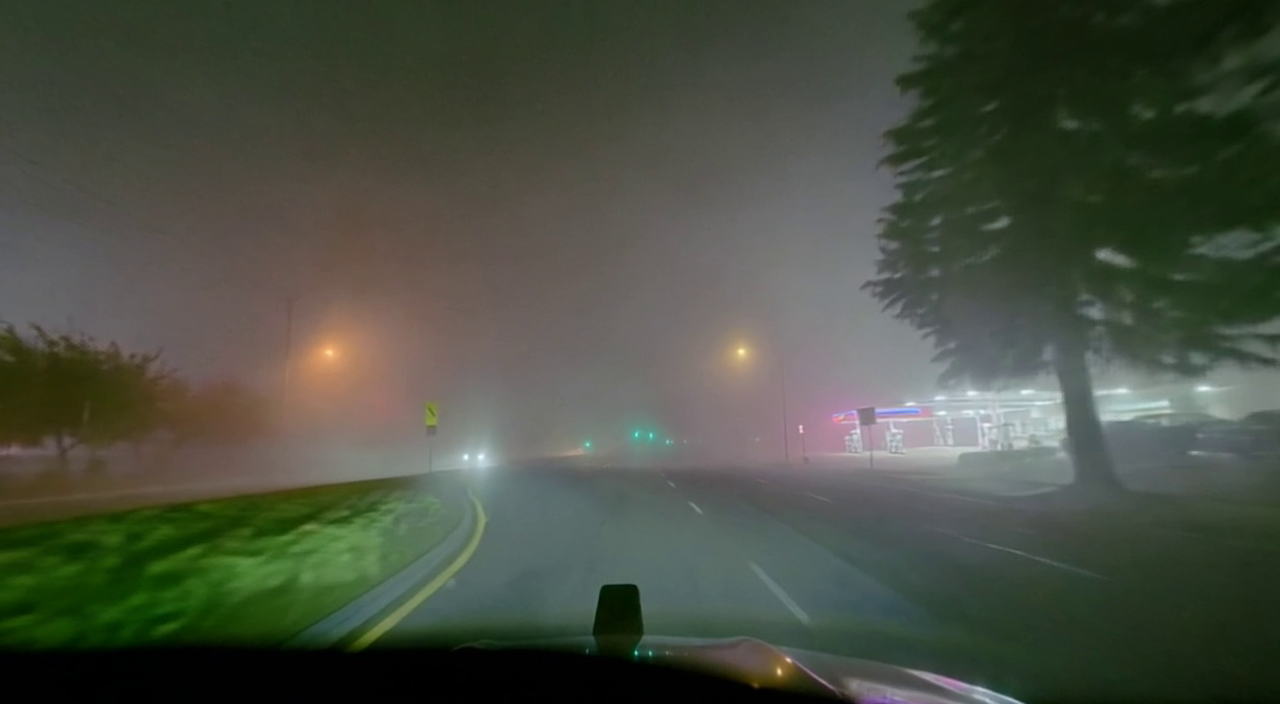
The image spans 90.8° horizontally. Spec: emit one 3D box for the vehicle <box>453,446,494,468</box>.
[{"bbox_3d":[-11.910,7.520,45.498,1.725,1.507,4.251,0,-9,1],"label":"vehicle"}]
